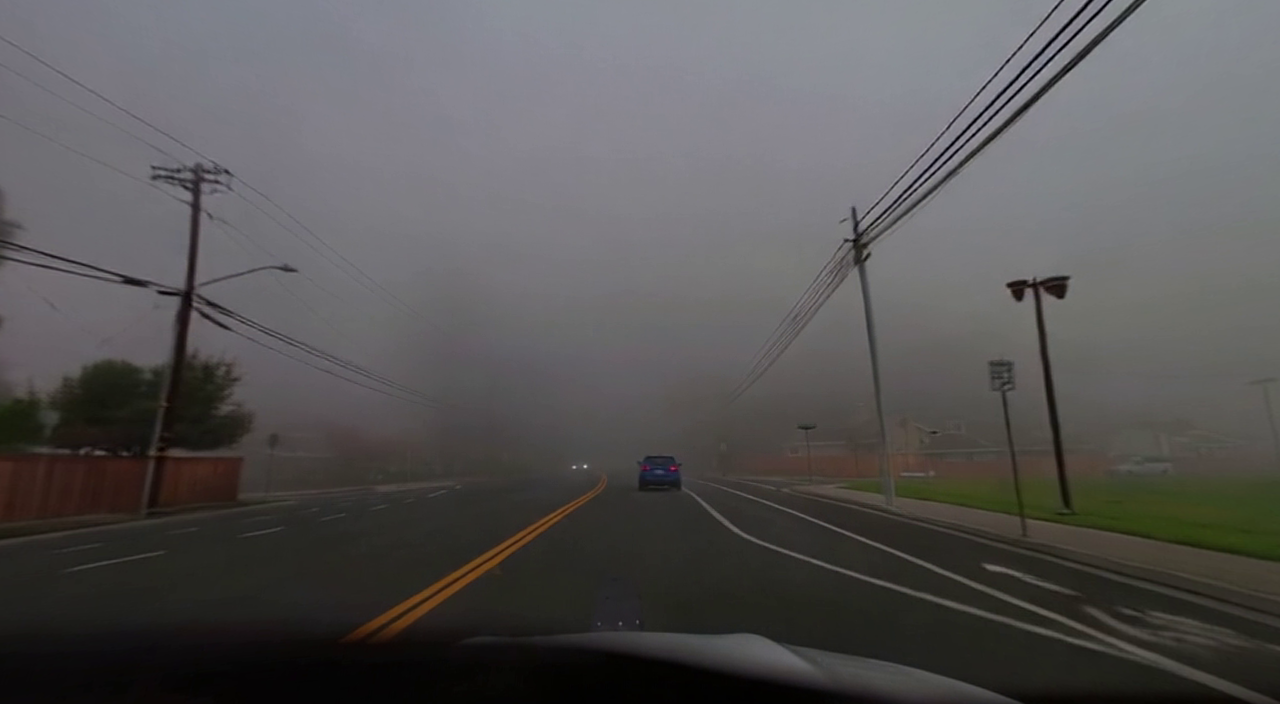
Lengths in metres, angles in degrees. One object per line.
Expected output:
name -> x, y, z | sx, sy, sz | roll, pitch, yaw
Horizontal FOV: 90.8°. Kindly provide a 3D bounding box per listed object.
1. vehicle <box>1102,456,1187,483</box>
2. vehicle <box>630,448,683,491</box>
vehicle -> 36.876, 8.618, 46.277 | 4.461, 1.828, 2.165 | 1, -9, -5
vehicle -> 0.652, 5.113, 27.802 | 2.139, 1.699, 3.916 | 0, -8, -1
